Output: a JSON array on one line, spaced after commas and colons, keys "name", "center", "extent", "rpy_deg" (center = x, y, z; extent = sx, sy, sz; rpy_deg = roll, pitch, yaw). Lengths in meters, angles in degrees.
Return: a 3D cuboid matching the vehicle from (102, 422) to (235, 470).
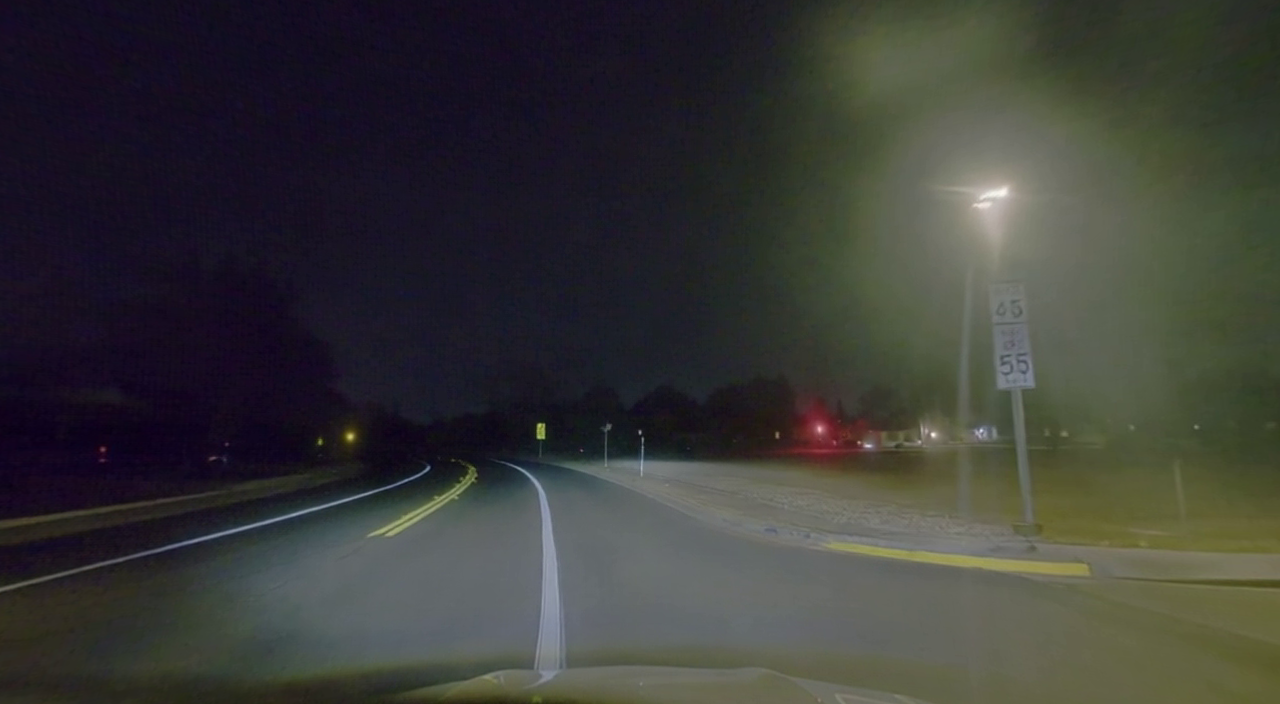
[{"name": "vehicle", "center": [-21.001, 4.195, 28.128], "extent": [4.699, 1.996, 2.116], "rpy_deg": [-2, -9, 15]}]
